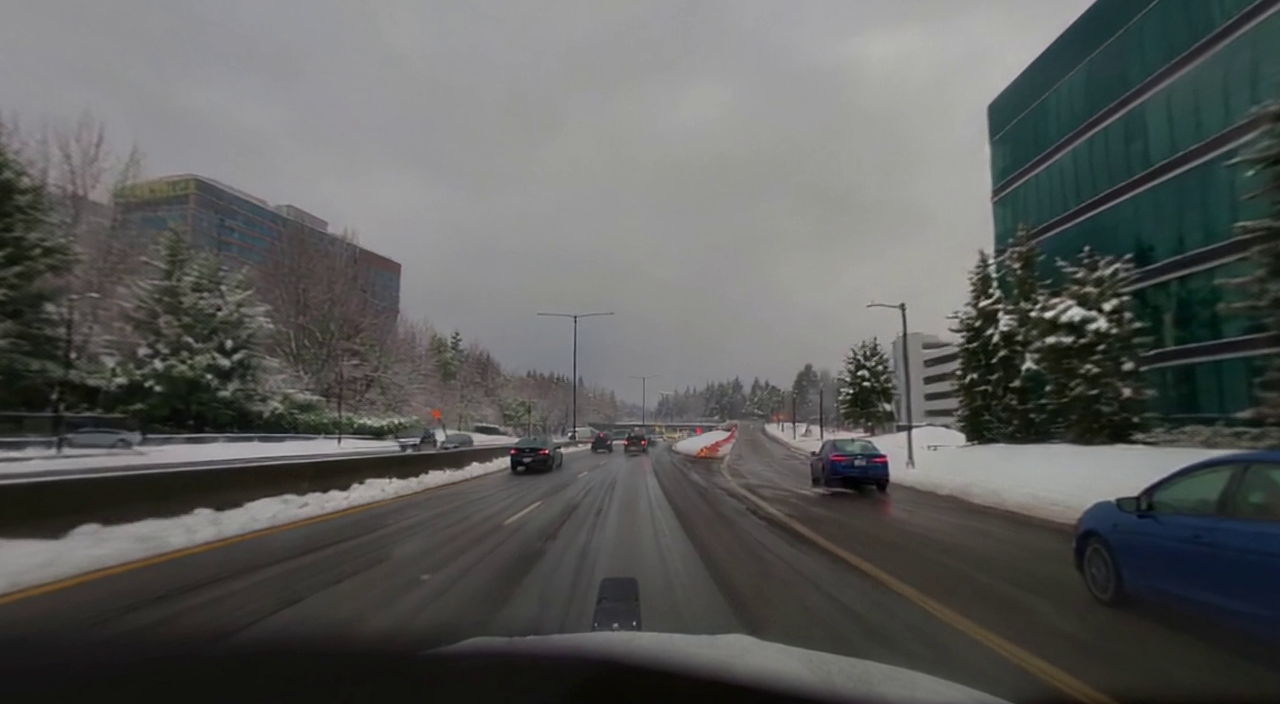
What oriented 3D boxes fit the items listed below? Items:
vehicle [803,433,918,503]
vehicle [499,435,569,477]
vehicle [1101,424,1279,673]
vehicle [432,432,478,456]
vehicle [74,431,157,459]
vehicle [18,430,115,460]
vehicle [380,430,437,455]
[{"bbox_3d":[5.284,2.768,15.582,1.913,1.499,3.581,-1,-8,7],"label":"vehicle"},{"bbox_3d":[-3.884,3.864,23.807,1.848,1.406,4.013,0,-8,2],"label":"vehicle"},{"bbox_3d":[4.668,1.098,3.198,1.784,1.471,3.935,0,-8,3],"label":"vehicle"},{"bbox_3d":[-13.333,6.640,45.683,1.857,1.657,4.331,0,-8,3],"label":"vehicle"},{"bbox_3d":[-31.049,5.492,37.376,1.681,1.575,3.449,-1,-8,7],"label":"vehicle"},{"bbox_3d":[-33.712,5.477,37.165,1.806,1.653,3.792,-1,-8,9],"label":"vehicle"},{"bbox_3d":[-17.052,6.669,46.661,2.237,1.776,4.812,0,-8,2],"label":"vehicle"}]
